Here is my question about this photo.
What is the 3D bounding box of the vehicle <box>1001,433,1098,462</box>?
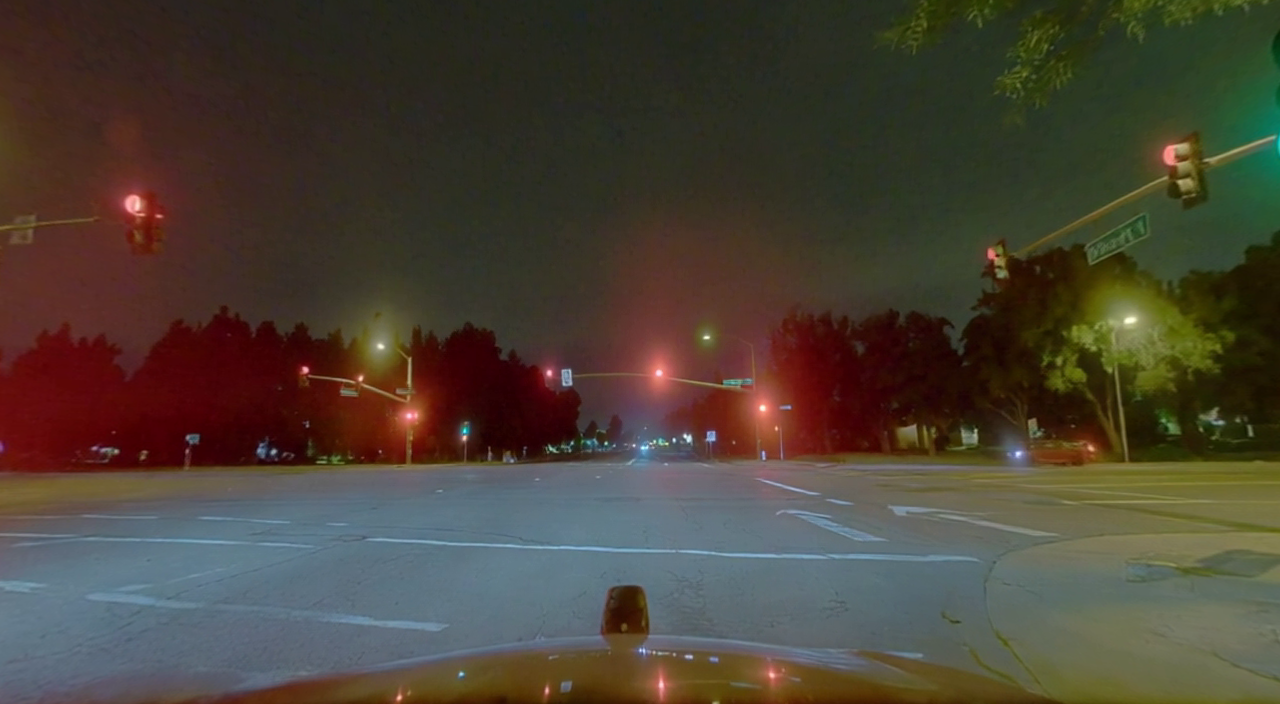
[{"bbox_3d":[21.587,5.060,33.394,3.952,1.468,1.768,-4,-9,22],"label":"vehicle"}]

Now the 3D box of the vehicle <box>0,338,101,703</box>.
[{"bbox_3d":[-3.265,0.528,0.407,1.954,1.689,4.347,0,-8,0],"label":"vehicle"}]
